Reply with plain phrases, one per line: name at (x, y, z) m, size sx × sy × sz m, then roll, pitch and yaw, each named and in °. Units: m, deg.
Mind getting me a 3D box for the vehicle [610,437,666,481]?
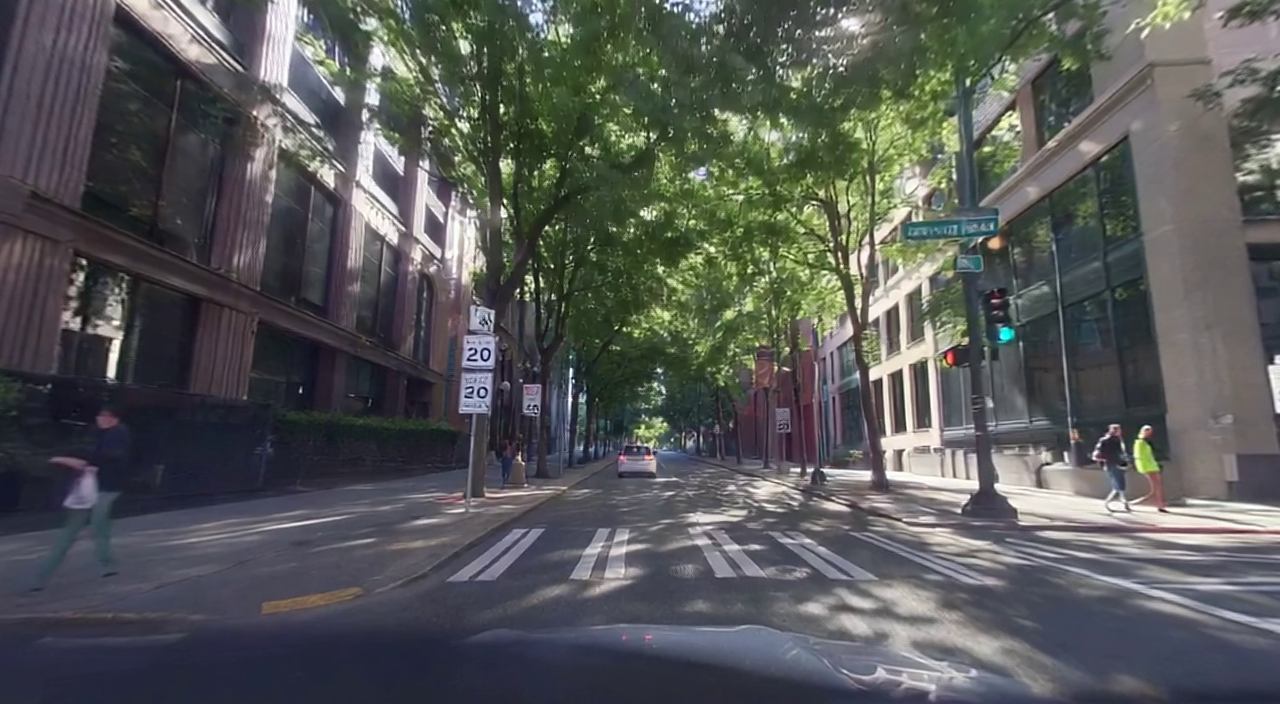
vehicle at (-0.090, 4.251, 25.281) m, size 2.079 × 1.621 × 3.861 m, roll 0°, pitch -8°, yaw -1°
